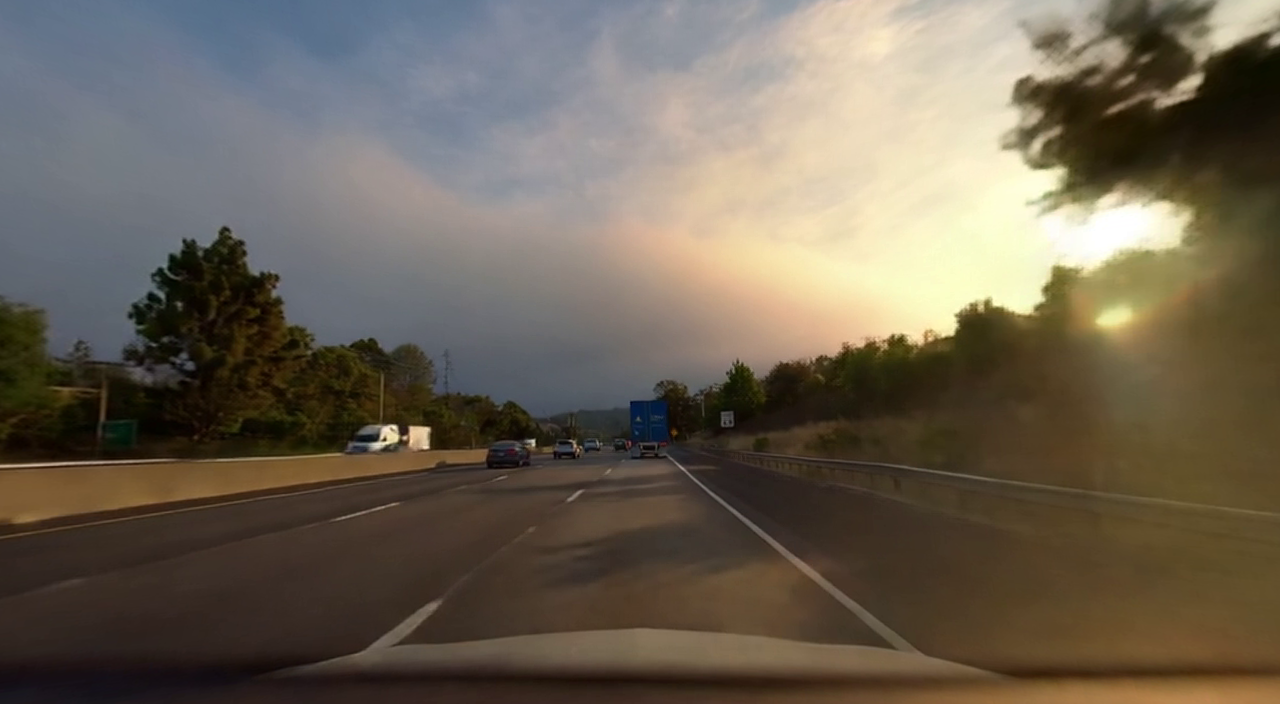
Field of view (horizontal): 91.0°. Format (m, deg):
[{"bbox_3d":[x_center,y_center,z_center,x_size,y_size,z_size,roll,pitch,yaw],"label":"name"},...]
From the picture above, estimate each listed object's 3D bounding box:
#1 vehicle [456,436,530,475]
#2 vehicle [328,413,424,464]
[{"bbox_3d":[-6.244,4.469,27.369,2.017,1.517,4.766,0,-8,1],"label":"vehicle"},{"bbox_3d":[-20.110,6.752,48.935,3.005,3.574,10.095,0,-8,1],"label":"vehicle"}]
